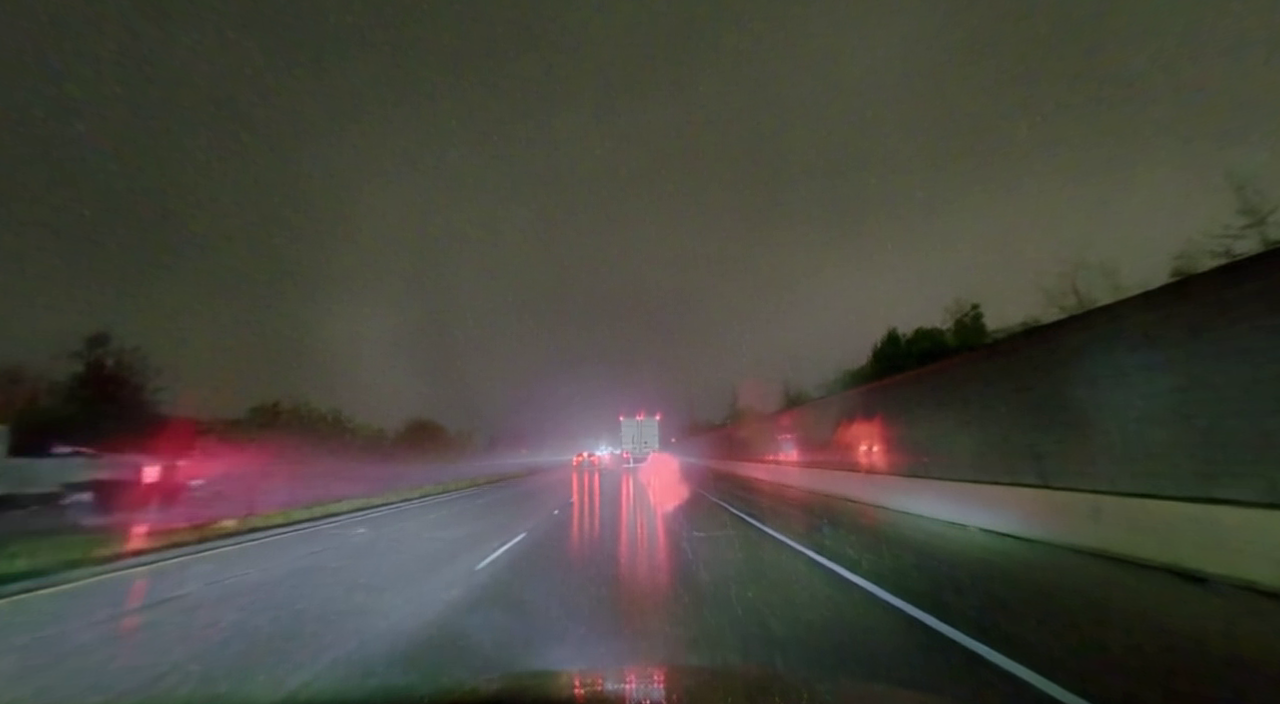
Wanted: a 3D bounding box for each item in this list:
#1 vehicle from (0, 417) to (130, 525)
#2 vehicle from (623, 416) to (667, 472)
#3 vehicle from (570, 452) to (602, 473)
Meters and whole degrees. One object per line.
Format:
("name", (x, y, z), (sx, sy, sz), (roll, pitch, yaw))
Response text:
("vehicle", (-16.283, 2.851, 15.163), (2.236, 2.527, 6.874), (0, -9, 0))
("vehicle", (0.193, 7.069, 48.419), (2.864, 3.805, 9.500), (0, -9, -3))
("vehicle", (-4.099, 8.434, 48.348), (2.053, 1.523, 4.450), (0, -9, 0))
